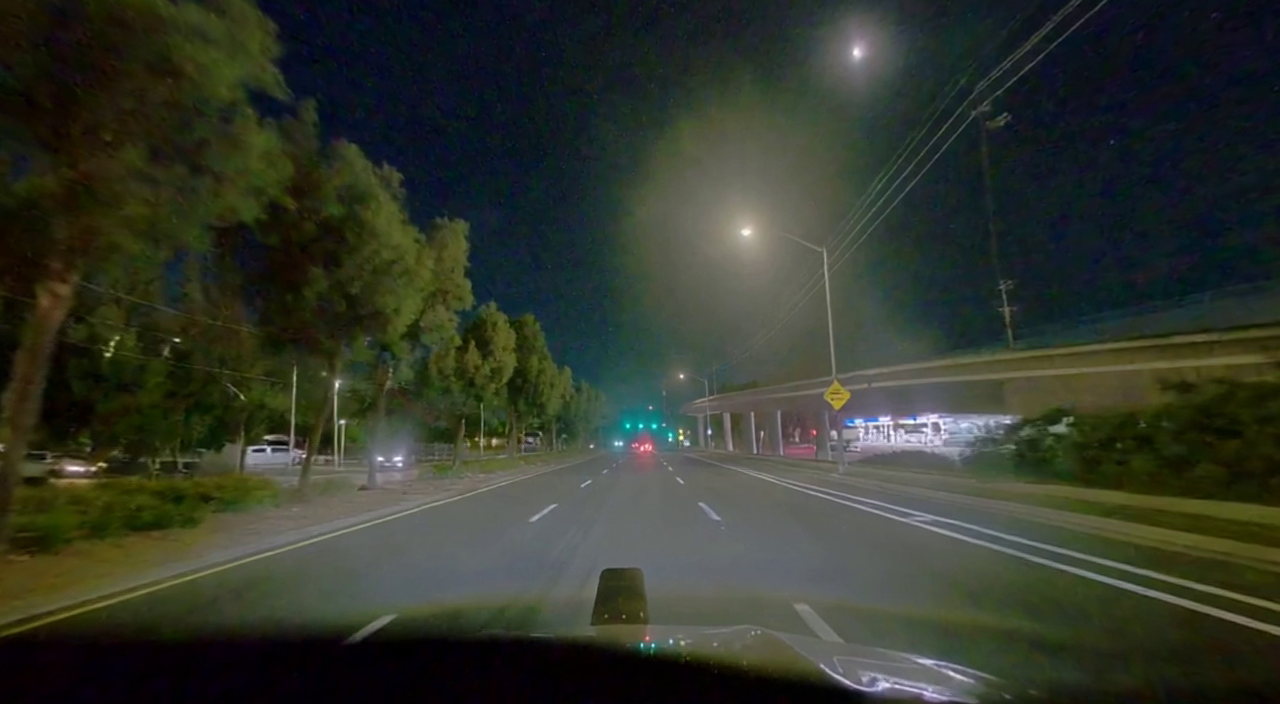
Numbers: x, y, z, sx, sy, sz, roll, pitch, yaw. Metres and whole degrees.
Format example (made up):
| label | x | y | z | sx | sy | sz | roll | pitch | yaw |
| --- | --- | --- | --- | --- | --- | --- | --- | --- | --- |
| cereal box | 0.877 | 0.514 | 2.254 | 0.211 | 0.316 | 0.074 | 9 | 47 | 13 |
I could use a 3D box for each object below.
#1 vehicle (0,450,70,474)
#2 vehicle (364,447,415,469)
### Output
| label | x | y | z | sx | sy | sz | roll | pitch | yaw |
| --- | --- | --- | --- | --- | --- | --- | --- | --- | --- |
| vehicle | -45.324 | 8.091 | 46.278 | 4.534 | 1.702 | 1.993 | 0 | -9 | 1 |
| vehicle | -19.532 | 8.267 | 49.094 | 2.002 | 1.642 | 4.619 | 0 | -8 | 1 |
